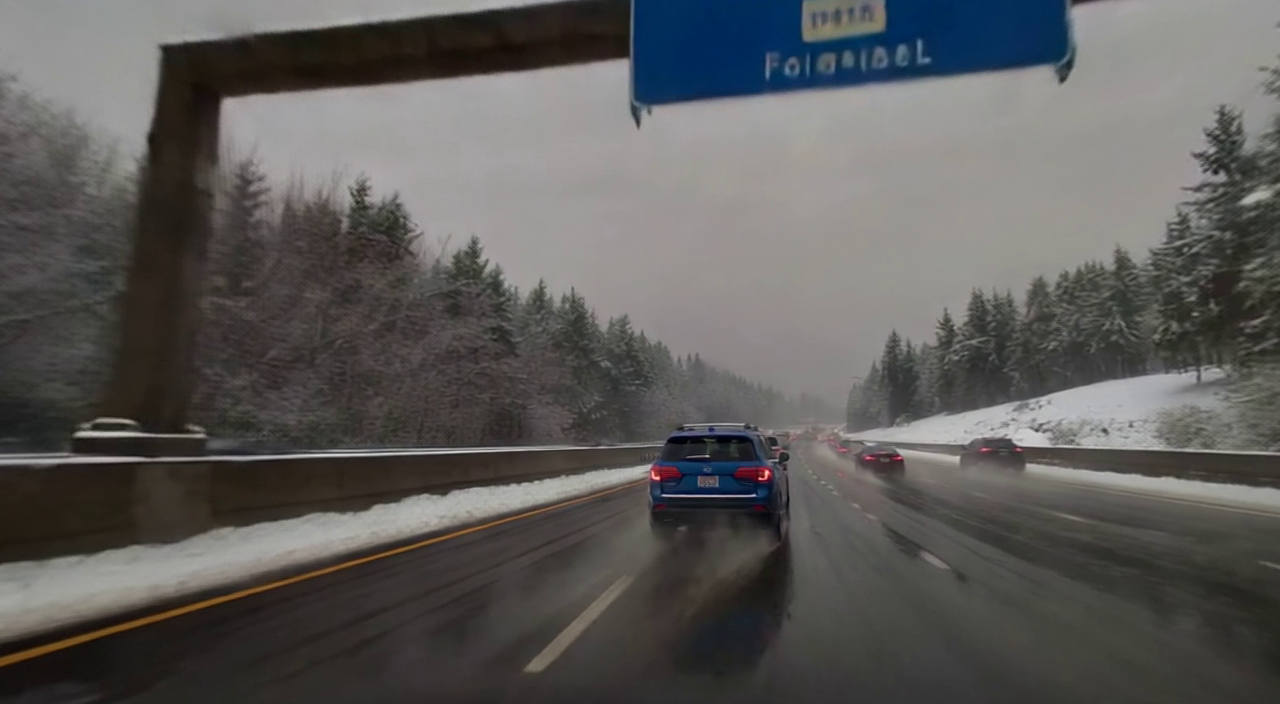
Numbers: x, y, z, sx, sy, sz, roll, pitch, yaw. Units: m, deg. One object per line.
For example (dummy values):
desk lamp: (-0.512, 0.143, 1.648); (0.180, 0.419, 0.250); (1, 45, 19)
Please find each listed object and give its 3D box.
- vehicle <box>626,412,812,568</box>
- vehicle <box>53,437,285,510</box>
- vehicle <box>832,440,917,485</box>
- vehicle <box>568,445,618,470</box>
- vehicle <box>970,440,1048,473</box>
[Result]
vehicle: (1.276, 1.784, 8.922); (2.021, 1.635, 4.085); (-2, -8, 13)
vehicle: (-12.654, 3.249, 17.474); (1.989, 1.703, 4.959); (-2, -8, 12)
vehicle: (8.339, 3.917, 22.812); (1.962, 1.442, 4.536); (-1, -8, 9)
vehicle: (-2.946, 6.735, 40.470); (1.934, 1.478, 4.474); (-2, -9, 13)
vehicle: (18.073, 5.097, 31.079); (1.990, 1.478, 4.475); (-2, -8, 13)
